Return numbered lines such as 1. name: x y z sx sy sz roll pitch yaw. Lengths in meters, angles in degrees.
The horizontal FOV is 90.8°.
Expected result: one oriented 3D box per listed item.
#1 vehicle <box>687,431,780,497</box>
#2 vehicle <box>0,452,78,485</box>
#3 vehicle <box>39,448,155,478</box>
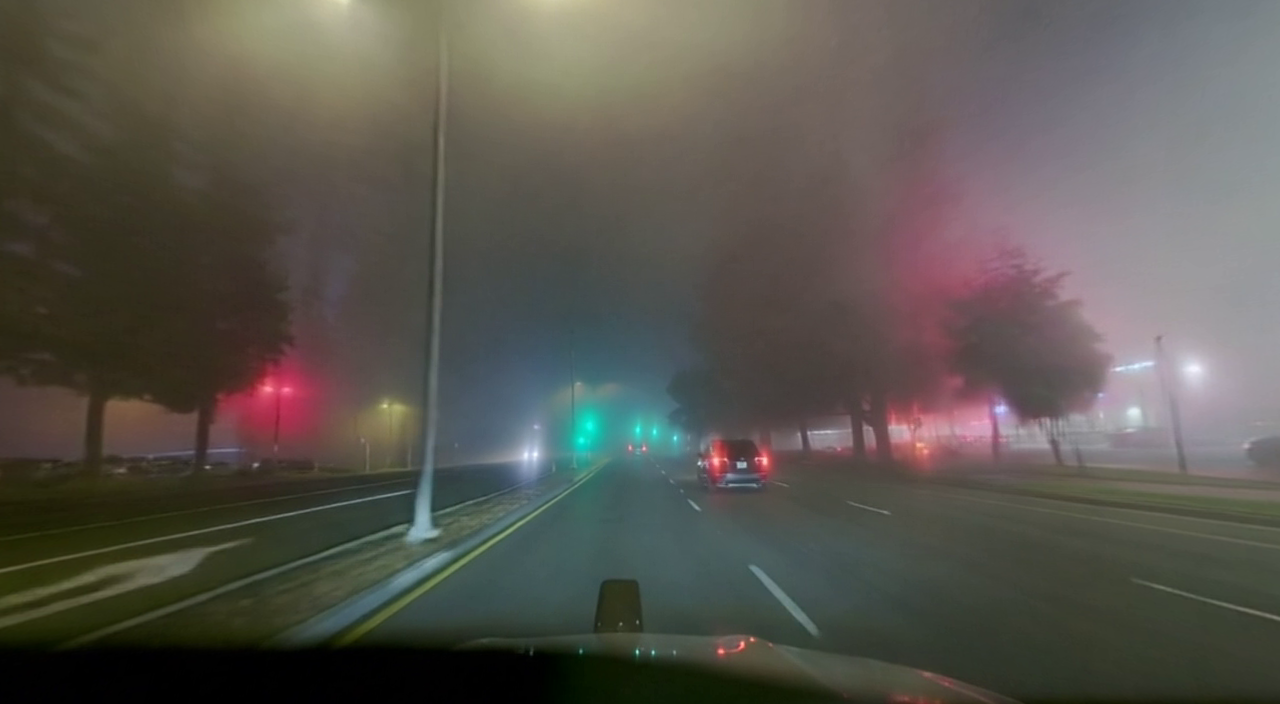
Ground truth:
1. vehicle: 2.595 3.234 18.575 1.963 1.677 4.229 0 -8 -2
2. vehicle: -29.948 5.503 29.903 4.834 1.438 2.023 -1 -8 4
3. vehicle: -30.066 6.160 35.090 4.656 1.508 1.953 -1 -9 1
